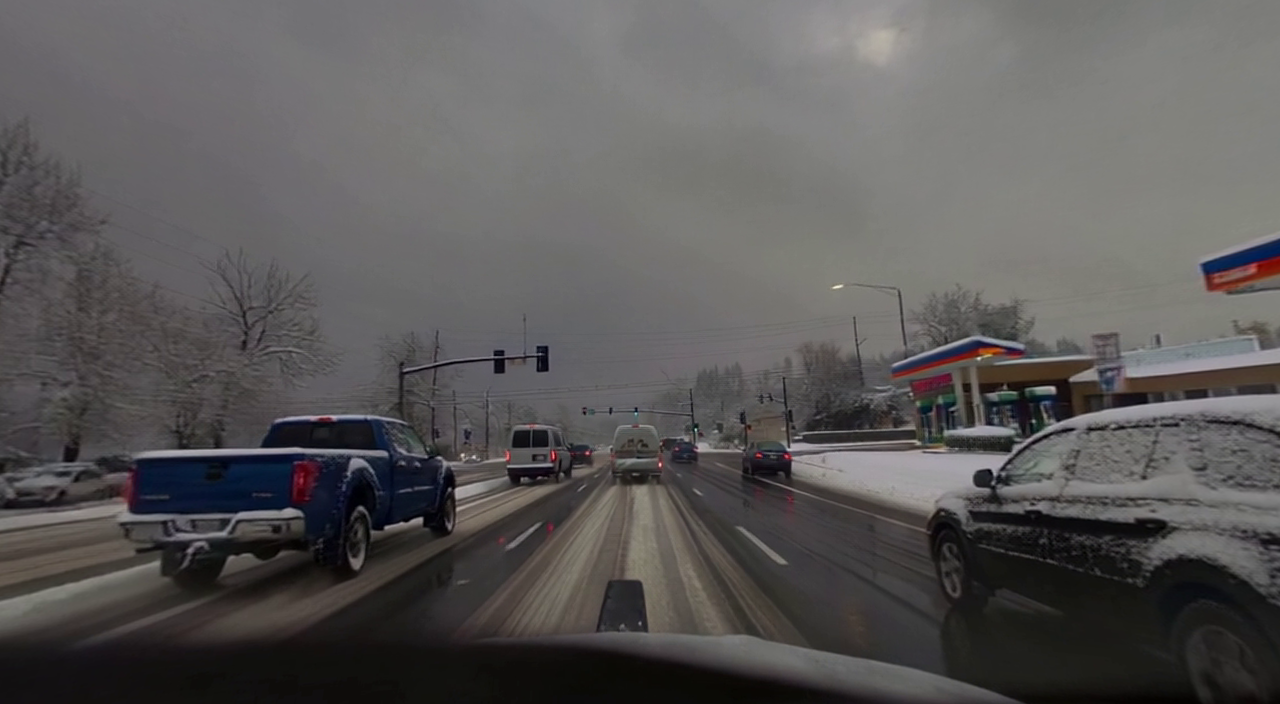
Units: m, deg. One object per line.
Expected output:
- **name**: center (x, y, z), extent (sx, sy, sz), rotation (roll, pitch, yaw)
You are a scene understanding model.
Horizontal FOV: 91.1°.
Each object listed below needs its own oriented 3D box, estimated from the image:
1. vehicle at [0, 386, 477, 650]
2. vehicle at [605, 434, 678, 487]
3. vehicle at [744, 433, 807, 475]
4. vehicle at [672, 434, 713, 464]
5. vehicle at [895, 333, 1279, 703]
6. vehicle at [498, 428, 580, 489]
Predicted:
- **vehicle**: center (-3.515, 1.482, 6.846), extent (2.002, 1.747, 5.173), rotation (0, -8, 1)
- **vehicle**: center (0.068, 3.999, 23.579), extent (2.426, 1.703, 5.602), rotation (0, -8, 1)
- **vehicle**: center (6.012, 4.594, 28.487), extent (2.119, 1.696, 4.623), rotation (-1, -8, 4)
- **vehicle**: center (3.316, 6.311, 40.817), extent (2.193, 1.795, 5.130), rotation (0, -8, 0)
- **vehicle**: center (3.598, 1.032, 3.866), extent (2.055, 1.786, 4.817), rotation (0, -8, 1)
- **vehicle**: center (-3.469, 3.769, 22.630), extent (2.025, 1.936, 4.995), rotation (0, -8, 1)
